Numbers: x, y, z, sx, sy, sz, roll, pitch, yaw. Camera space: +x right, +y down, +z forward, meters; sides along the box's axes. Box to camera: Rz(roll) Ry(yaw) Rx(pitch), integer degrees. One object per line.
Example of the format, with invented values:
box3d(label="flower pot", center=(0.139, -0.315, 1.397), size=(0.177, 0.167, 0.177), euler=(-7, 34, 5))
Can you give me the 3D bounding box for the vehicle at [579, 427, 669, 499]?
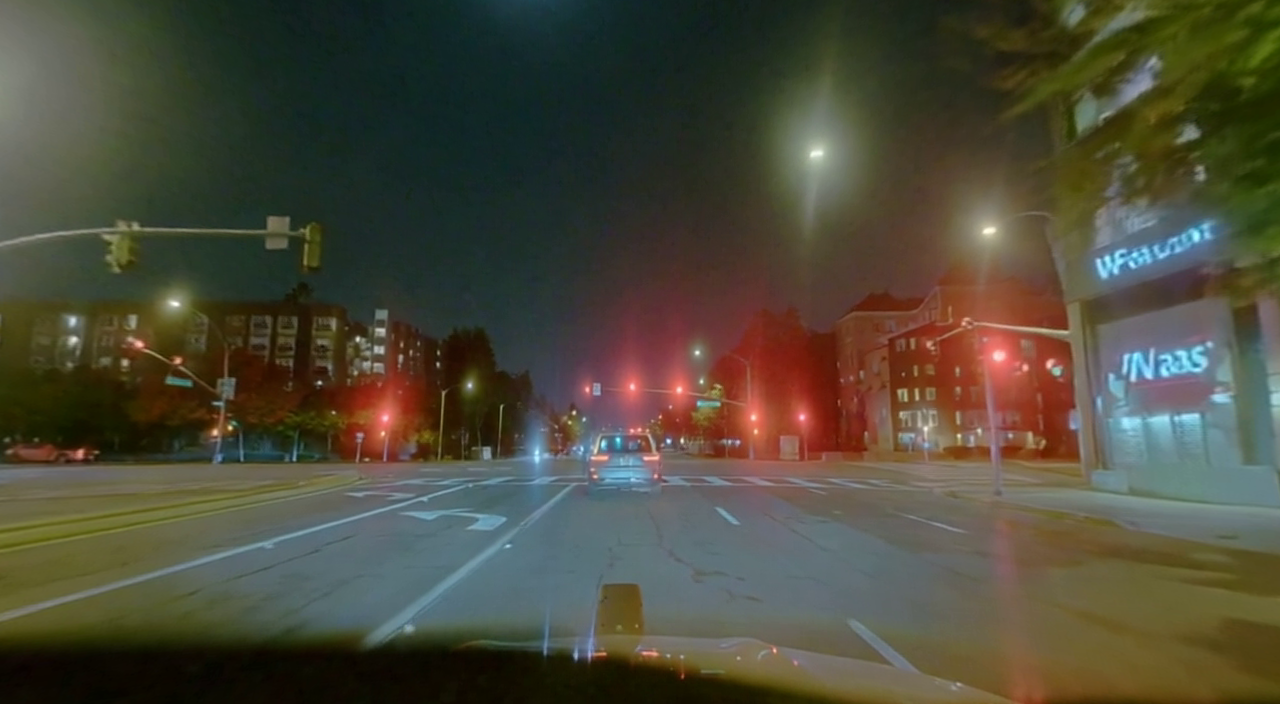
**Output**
box3d(label="vehicle", center=(-0.406, 2.856, 16.568), size=(2.066, 1.618, 3.922), euler=(0, -9, -1))
